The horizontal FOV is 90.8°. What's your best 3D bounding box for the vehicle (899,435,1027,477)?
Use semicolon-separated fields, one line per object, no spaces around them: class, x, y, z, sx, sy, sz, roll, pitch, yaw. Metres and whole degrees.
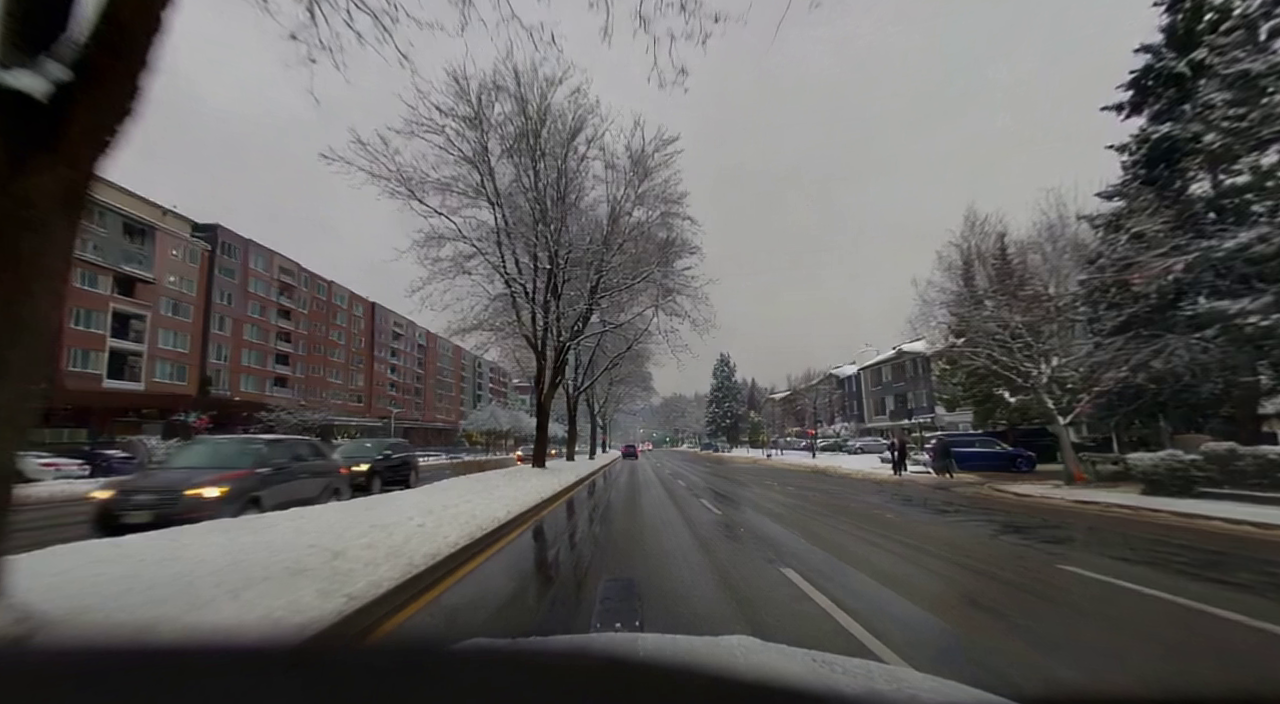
vehicle;14.973;4.821;29.445;4.761;1.832;2.201;1;-9;-7

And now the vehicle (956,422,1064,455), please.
vehicle;22.174;5.256;38.052;2.308;1.856;4.987;7;-11;-39

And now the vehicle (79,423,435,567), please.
vehicle;-5.108;1.988;9.762;2.140;1.559;5.549;0;-9;-1

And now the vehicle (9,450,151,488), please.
vehicle;-24.368;5.073;27.628;4.252;1.576;1.998;0;-9;0
